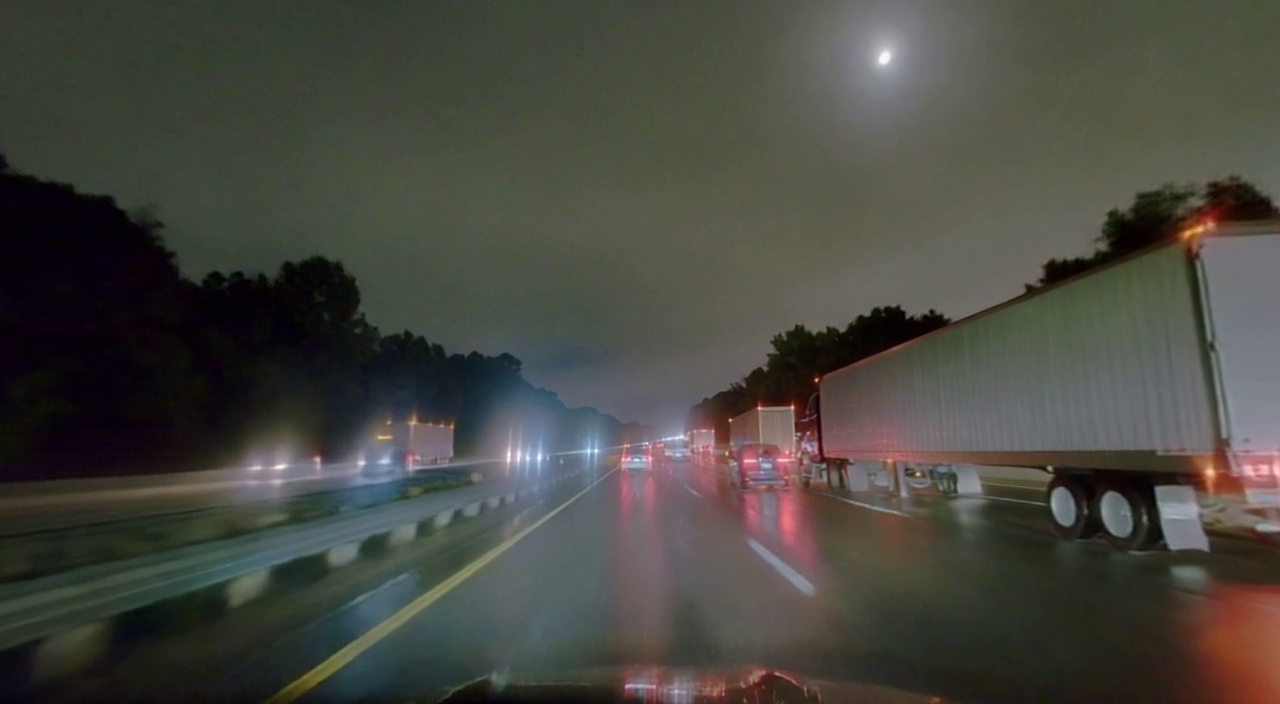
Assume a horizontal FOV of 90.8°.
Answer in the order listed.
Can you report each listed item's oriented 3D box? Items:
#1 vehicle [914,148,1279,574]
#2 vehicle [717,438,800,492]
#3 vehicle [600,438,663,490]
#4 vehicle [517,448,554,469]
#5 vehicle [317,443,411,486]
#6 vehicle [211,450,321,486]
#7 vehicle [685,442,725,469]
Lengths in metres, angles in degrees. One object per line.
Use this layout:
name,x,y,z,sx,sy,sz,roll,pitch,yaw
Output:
vehicle,7.613,0.665,9.810,2.823,4.063,8.485,0,-9,0
vehicle,3.766,3.663,20.744,1.920,1.594,3.867,0,-9,0
vehicle,-0.262,3.835,21.869,2.023,1.618,3.628,0,-9,0
vehicle,-7.671,7.830,46.610,2.002,1.433,3.694,-1,-9,3
vehicle,-11.630,4.767,26.949,2.074,1.655,4.124,0,-9,1
vehicle,-16.362,5.058,27.894,1.932,1.433,4.529,-1,-9,2
vehicle,4.204,6.818,41.597,2.150,1.632,4.260,0,-9,0
